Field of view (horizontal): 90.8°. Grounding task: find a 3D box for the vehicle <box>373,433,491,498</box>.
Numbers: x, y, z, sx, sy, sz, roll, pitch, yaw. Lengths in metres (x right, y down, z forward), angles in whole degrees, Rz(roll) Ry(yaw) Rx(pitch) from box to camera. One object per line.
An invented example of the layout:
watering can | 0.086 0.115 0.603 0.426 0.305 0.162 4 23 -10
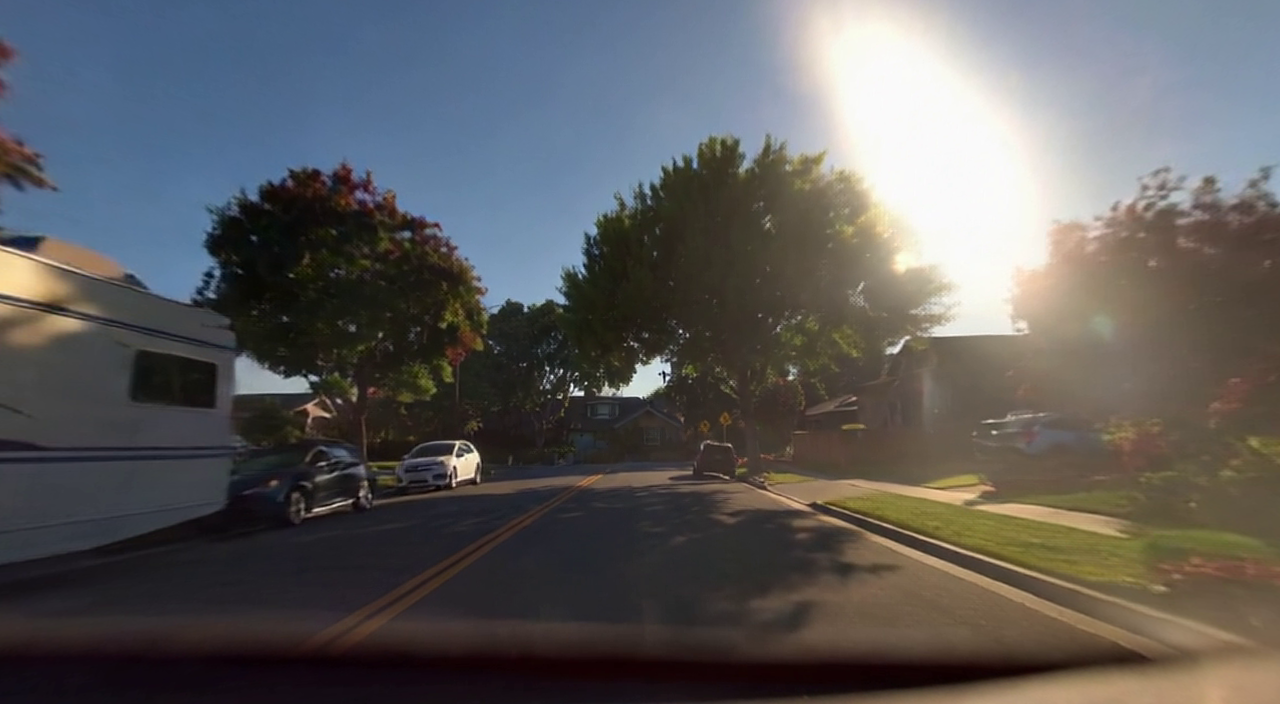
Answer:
vehicle | -6.926 3.821 21.856 2.225 1.817 5.731 -3 -8 -1

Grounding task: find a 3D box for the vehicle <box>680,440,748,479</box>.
vehicle | 2.990 4.464 26.535 2.167 1.479 4.597 0 -8 -1

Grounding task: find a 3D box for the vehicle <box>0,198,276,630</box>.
vehicle | -6.788 0.180 2.932 3.103 3.479 11.801 -1 -9 1
